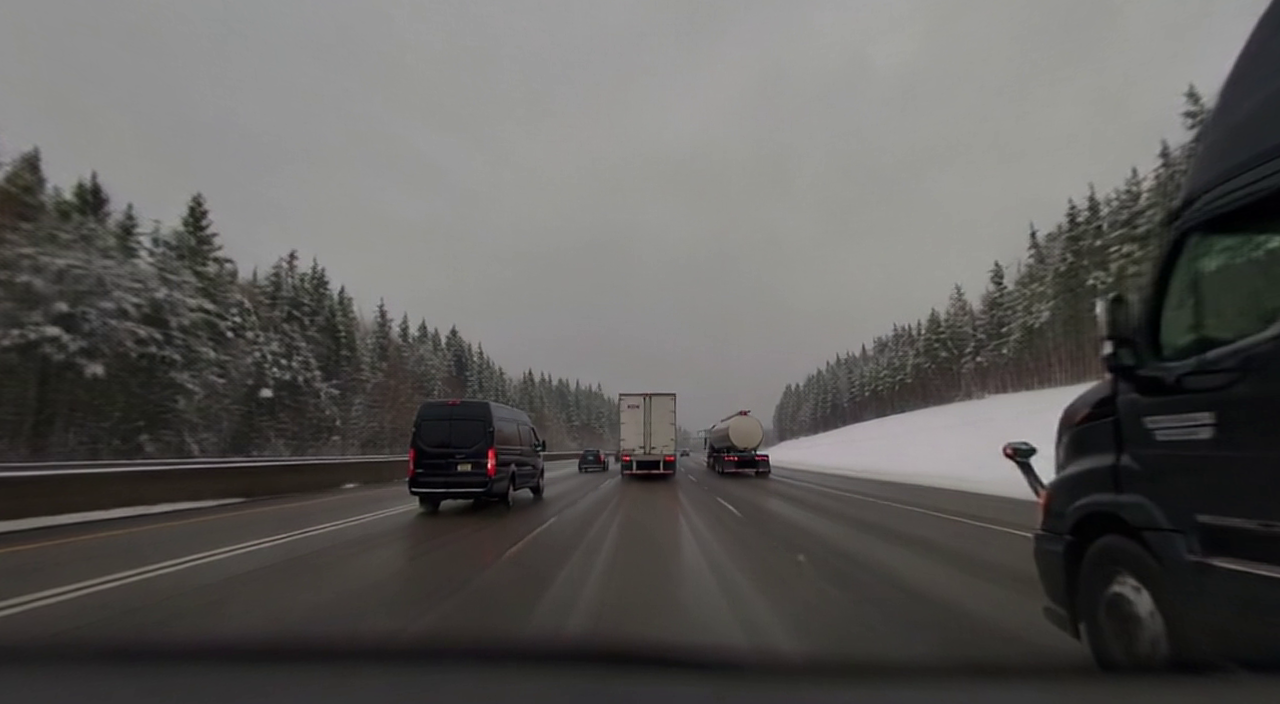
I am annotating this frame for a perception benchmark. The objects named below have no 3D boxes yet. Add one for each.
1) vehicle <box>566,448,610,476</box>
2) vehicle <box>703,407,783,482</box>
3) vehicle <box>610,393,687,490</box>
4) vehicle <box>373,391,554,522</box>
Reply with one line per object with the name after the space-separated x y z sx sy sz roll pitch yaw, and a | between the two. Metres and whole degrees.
-3.179 6.842 39.467 2.134 1.652 4.439 0 -9 3 | vehicle
5.451 5.257 35.612 2.706 3.500 11.483 0 -9 1 | vehicle
0.162 3.985 27.440 2.773 3.455 9.118 0 -9 -2 | vehicle
-3.919 2.547 15.696 2.525 2.572 6.260 0 -9 1 | vehicle
